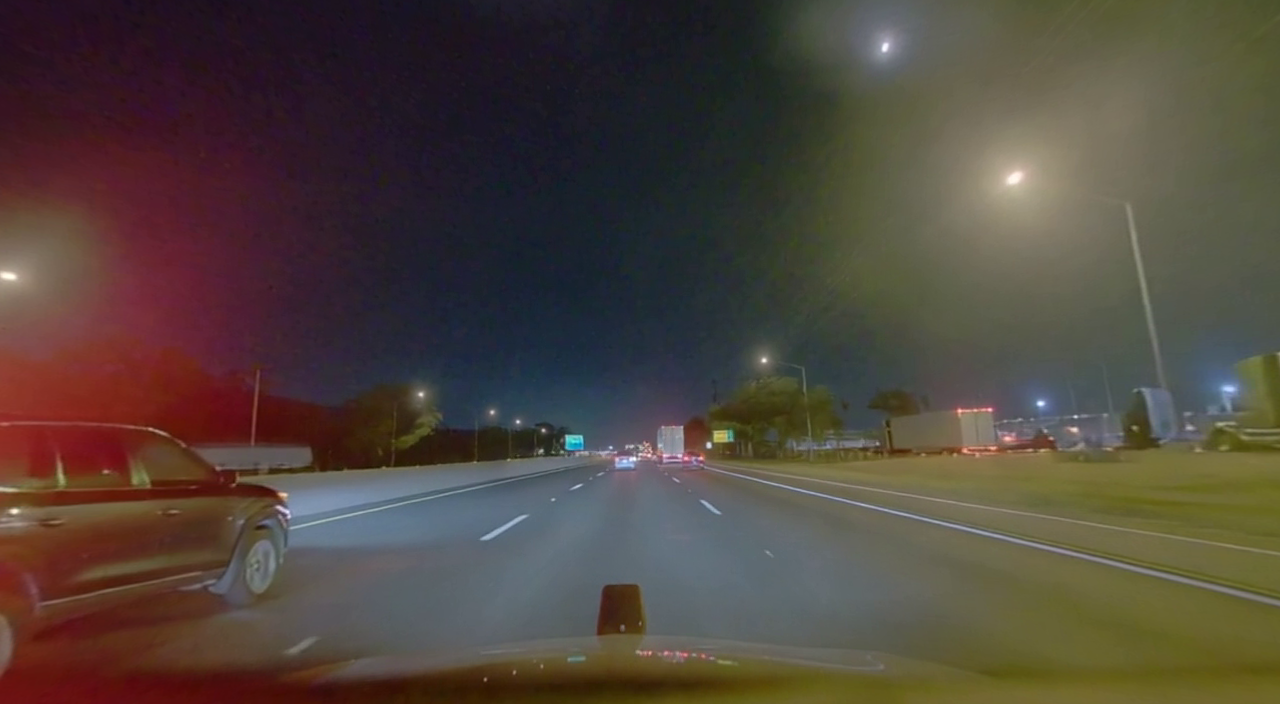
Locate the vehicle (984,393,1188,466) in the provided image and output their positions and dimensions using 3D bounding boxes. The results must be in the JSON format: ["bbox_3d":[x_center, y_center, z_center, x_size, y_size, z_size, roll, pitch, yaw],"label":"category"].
[{"bbox_3d":[32.226,6.000,47.417,3.127,4.337,16.355,-3,-8,-1],"label":"vehicle"}]

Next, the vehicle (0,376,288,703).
[{"bbox_3d":[-4.234,1.018,3.355,2.018,1.710,4.649,0,-9,0],"label":"vehicle"}]

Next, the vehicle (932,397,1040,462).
[{"bbox_3d":[23.424,5.407,43.252,2.871,3.908,7.556,-3,-9,1],"label":"vehicle"}]

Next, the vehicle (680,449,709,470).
[{"bbox_3d":[4.011,7.981,46.895,1.779,1.512,3.517,0,-9,0],"label":"vehicle"}]
